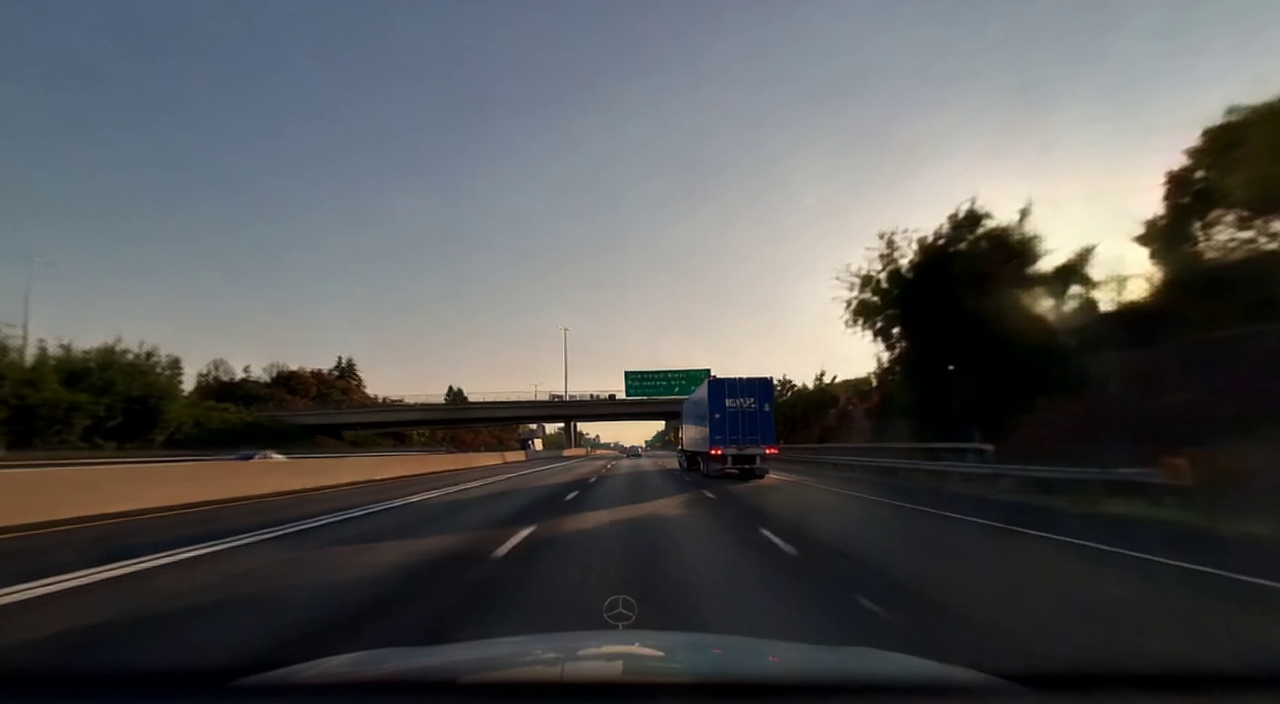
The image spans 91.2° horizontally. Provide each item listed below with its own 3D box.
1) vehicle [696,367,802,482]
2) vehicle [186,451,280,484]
[{"bbox_3d":[4.221,3.207,26.482,2.869,4.013,8.610,0,-9,0],"label":"vehicle"},{"bbox_3d":[-19.176,5.441,29.762,1.800,1.453,3.931,0,-9,1],"label":"vehicle"}]
